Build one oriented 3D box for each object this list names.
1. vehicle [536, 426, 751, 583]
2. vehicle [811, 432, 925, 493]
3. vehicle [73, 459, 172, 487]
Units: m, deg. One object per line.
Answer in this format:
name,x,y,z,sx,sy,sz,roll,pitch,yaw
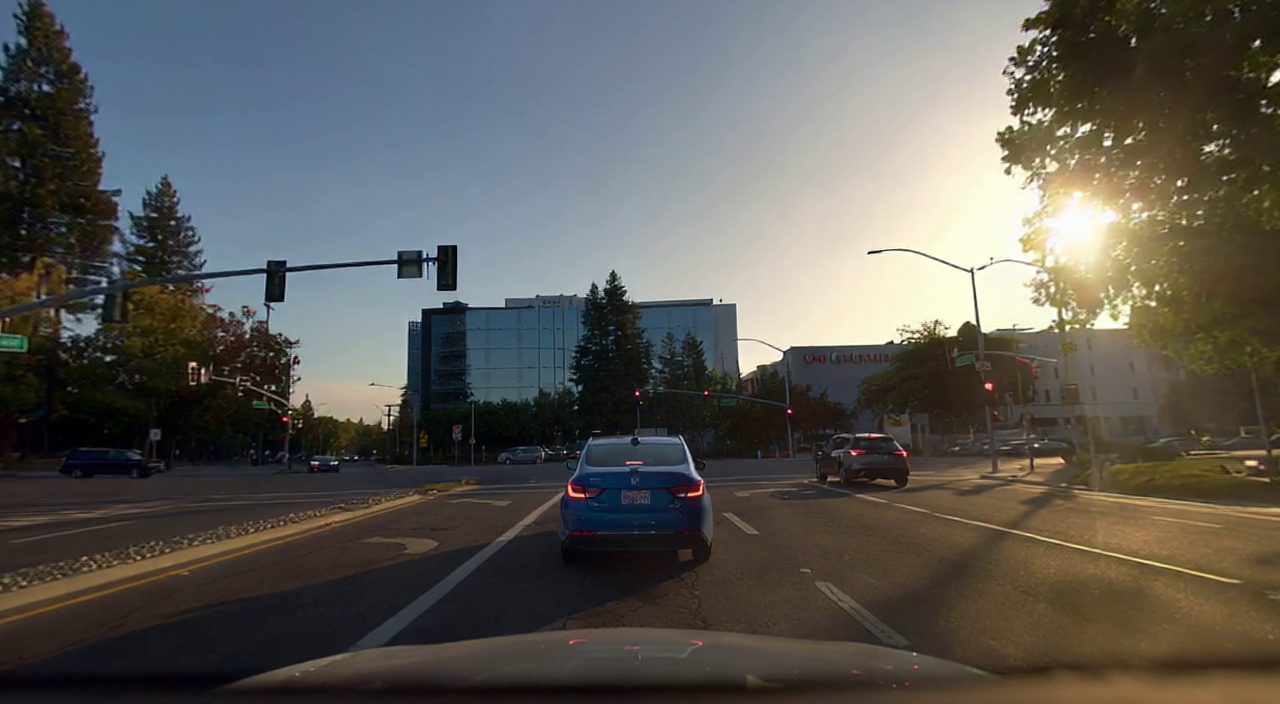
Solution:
vehicle,-0.022,1.783,8.267,2.070,1.488,4.206,0,-8,-2
vehicle,7.049,3.440,20.061,2.039,1.692,4.319,0,-8,1
vehicle,-32.399,7.561,39.644,4.401,1.625,1.863,0,-8,-4
